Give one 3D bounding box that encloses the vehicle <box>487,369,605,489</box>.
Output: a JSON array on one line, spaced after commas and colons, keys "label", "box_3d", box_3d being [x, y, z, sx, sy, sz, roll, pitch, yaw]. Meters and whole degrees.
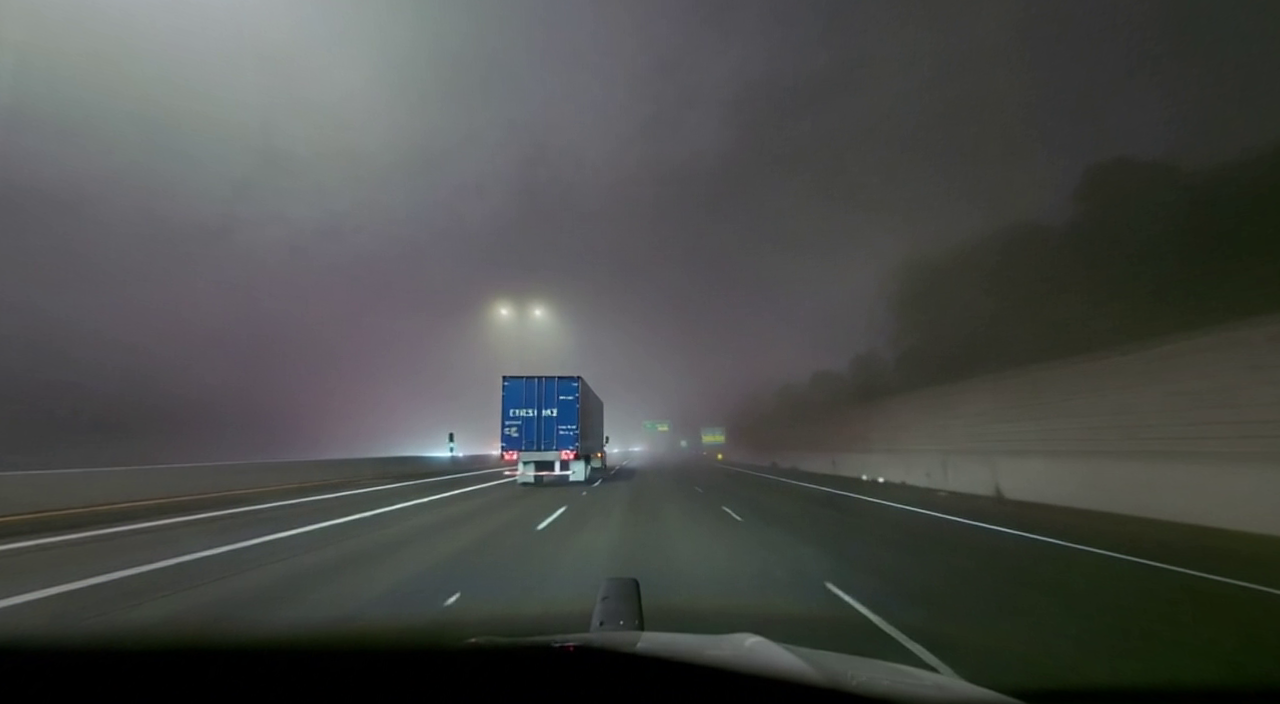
[{"label": "vehicle", "box_3d": [-3.405, 3.367, 26.450, 3.059, 3.956, 11.036, 0, -9, 1]}]
